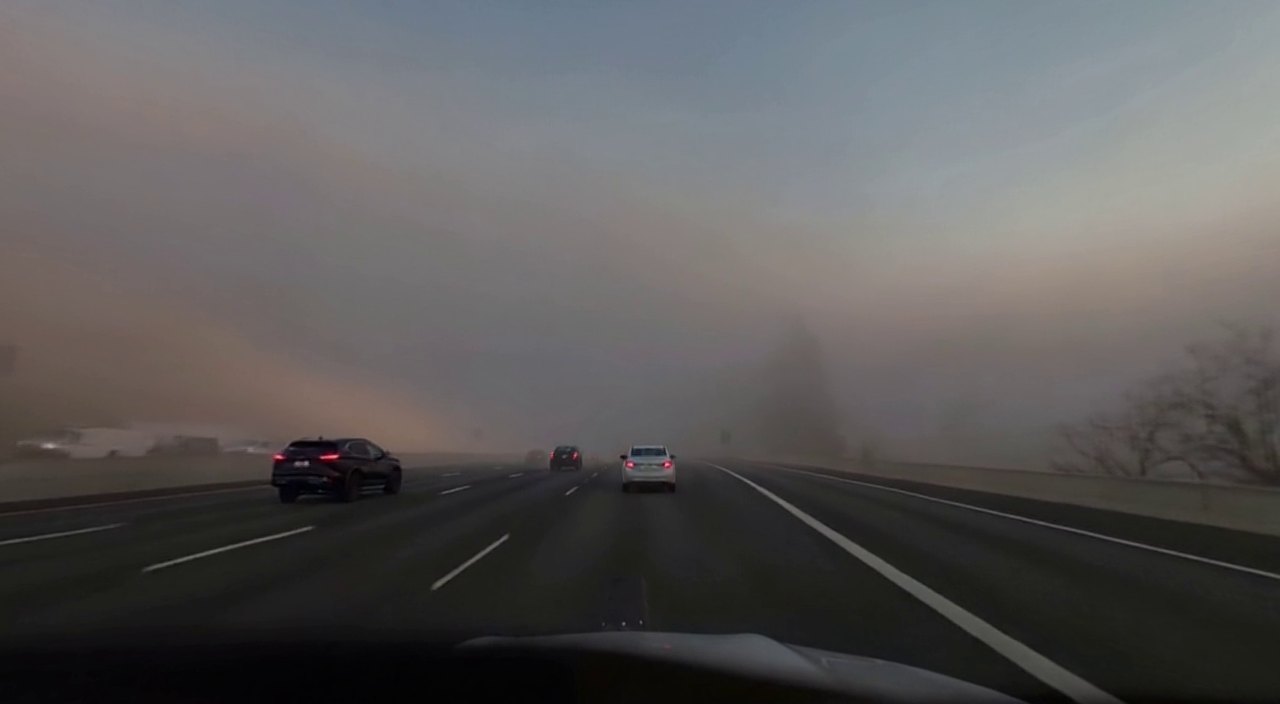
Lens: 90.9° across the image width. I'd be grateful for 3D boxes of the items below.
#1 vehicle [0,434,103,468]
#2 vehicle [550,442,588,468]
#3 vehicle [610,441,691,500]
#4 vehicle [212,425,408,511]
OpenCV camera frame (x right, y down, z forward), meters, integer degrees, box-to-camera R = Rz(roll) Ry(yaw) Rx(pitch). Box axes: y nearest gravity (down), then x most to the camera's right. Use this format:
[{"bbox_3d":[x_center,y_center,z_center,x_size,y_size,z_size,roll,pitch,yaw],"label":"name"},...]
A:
[{"bbox_3d":[-34.872,5.761,36.764,2.206,1.814,5.816,0,-8,-3],"label":"vehicle"},{"bbox_3d":[-4.973,7.279,44.798,2.289,1.777,4.534,0,-8,-2],"label":"vehicle"},{"bbox_3d":[0.212,3.360,18.314,2.082,1.482,4.126,0,-8,-2],"label":"vehicle"},{"bbox_3d":[-7.863,2.801,15.775,2.206,1.788,4.914,0,-8,0],"label":"vehicle"}]
